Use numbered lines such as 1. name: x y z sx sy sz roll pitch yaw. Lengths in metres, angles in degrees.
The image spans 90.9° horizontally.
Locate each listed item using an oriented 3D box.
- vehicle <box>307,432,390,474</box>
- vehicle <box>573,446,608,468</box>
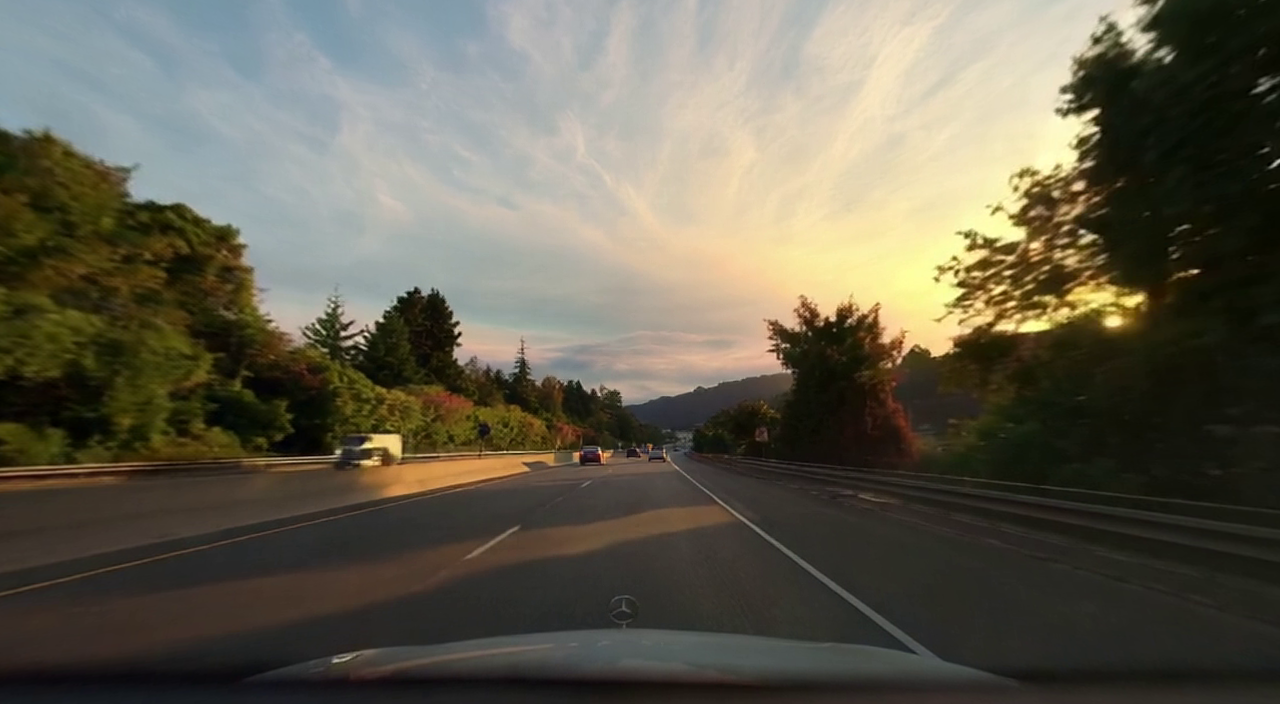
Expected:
1. vehicle: -17.235 5.995 37.614 2.385 2.325 5.106 0 -9 1
2. vehicle: -3.432 7.332 44.078 2.033 1.449 3.957 0 -9 1
